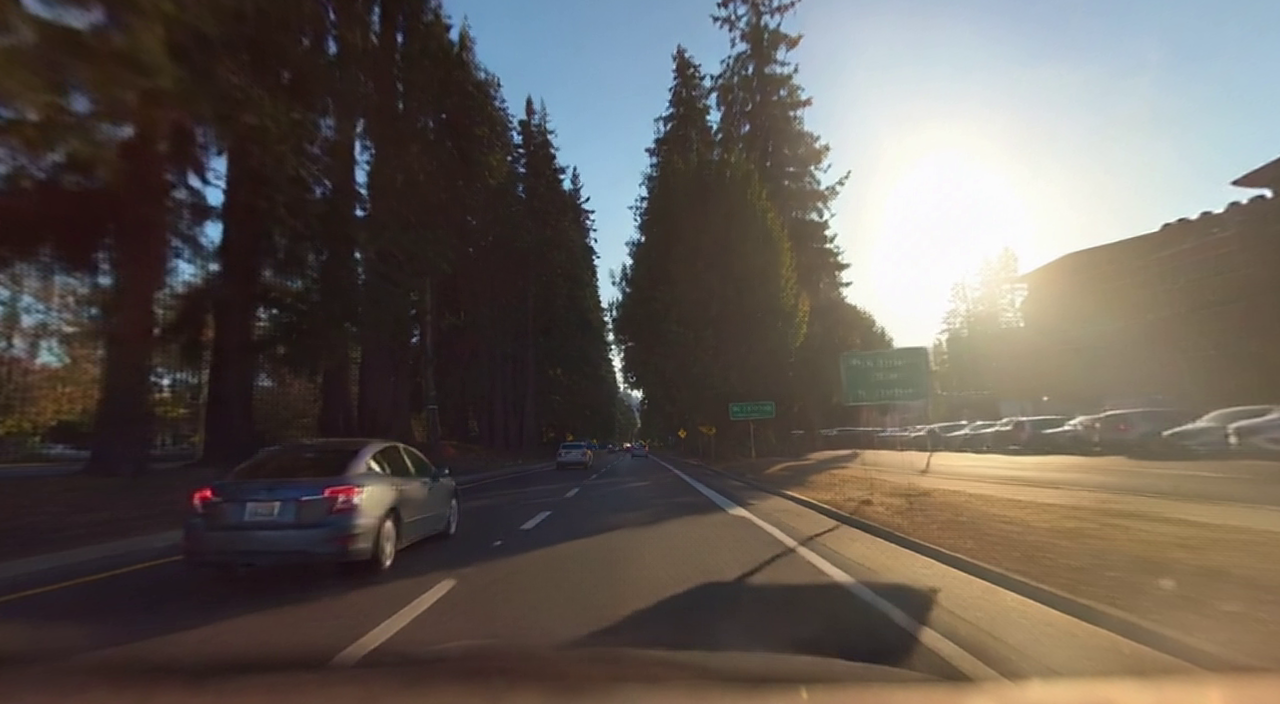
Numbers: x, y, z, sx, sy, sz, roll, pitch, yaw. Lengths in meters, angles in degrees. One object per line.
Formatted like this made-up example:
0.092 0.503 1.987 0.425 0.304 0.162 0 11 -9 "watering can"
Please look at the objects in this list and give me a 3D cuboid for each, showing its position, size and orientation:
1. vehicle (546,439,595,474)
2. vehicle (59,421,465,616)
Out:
-3.355 5.121 31.285 1.942 1.588 4.172 0 -8 1 "vehicle"
-3.524 1.611 7.110 1.862 1.478 4.369 0 -8 0 "vehicle"
